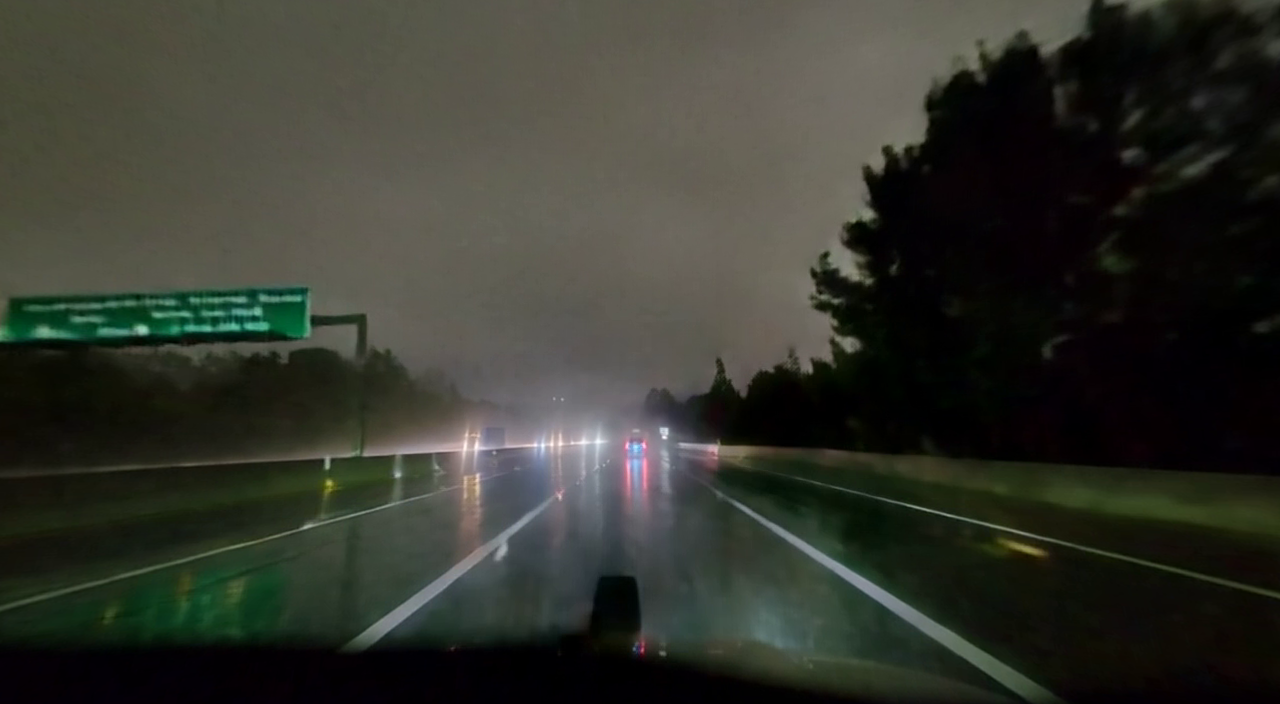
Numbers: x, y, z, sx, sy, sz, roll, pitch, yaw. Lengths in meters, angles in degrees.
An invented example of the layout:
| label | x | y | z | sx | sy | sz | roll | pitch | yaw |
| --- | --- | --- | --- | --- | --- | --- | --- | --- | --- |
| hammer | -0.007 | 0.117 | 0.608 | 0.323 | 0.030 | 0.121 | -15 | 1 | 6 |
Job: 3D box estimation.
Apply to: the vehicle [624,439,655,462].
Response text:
| label | x | y | z | sx | sy | sz | roll | pitch | yaw |
| --- | --- | --- | --- | --- | --- | --- | --- | --- | --- |
| vehicle | -0.057 | 6.717 | 43.029 | 2.028 | 1.440 | 3.690 | 0 | -8 | -1 |
